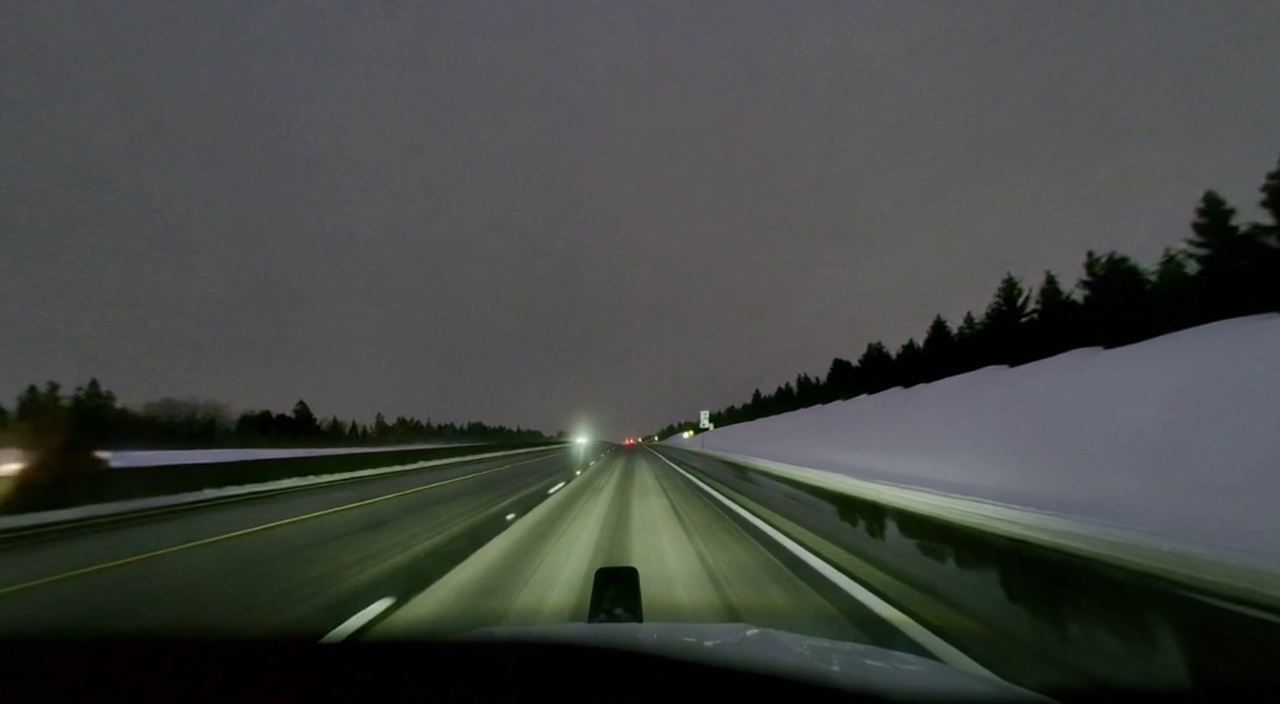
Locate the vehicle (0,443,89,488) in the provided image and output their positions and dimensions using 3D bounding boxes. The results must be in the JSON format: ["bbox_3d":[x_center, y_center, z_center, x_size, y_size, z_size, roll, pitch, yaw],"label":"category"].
[{"bbox_3d":[-23.211,4.161,23.185,1.858,1.508,4.267,0,-8,0],"label":"vehicle"}]
